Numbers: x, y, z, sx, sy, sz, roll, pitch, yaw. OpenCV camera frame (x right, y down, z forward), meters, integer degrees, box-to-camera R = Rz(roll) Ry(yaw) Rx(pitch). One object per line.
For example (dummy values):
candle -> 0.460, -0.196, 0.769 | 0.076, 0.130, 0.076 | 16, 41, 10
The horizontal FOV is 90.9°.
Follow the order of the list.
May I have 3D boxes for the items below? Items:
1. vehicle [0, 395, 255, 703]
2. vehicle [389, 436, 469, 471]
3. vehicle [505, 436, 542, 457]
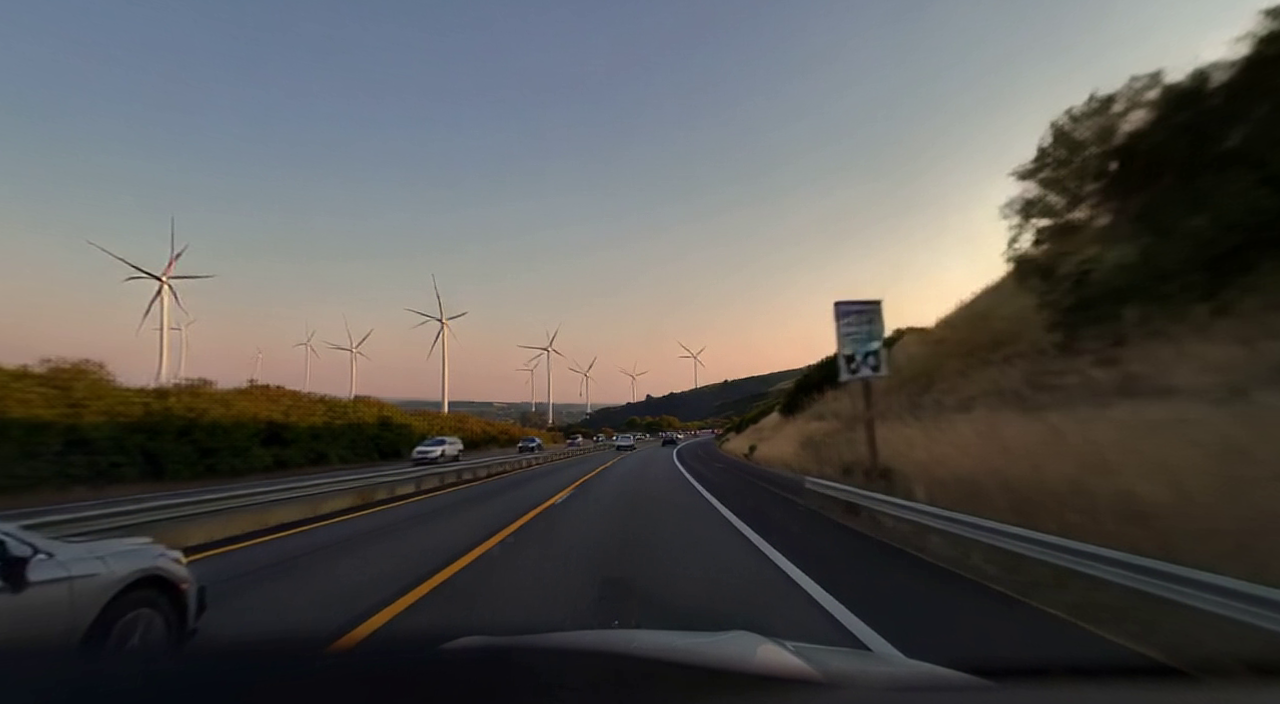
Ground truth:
vehicle -> -2.902, 0.721, 0.929 | 1.918, 1.443, 4.422 | 0, -8, -1
vehicle -> -9.592, 4.638, 29.094 | 1.917, 1.475, 4.700 | 0, -8, 3
vehicle -> -8.615, 7.034, 46.998 | 1.823, 1.509, 4.008 | 0, -8, 3
